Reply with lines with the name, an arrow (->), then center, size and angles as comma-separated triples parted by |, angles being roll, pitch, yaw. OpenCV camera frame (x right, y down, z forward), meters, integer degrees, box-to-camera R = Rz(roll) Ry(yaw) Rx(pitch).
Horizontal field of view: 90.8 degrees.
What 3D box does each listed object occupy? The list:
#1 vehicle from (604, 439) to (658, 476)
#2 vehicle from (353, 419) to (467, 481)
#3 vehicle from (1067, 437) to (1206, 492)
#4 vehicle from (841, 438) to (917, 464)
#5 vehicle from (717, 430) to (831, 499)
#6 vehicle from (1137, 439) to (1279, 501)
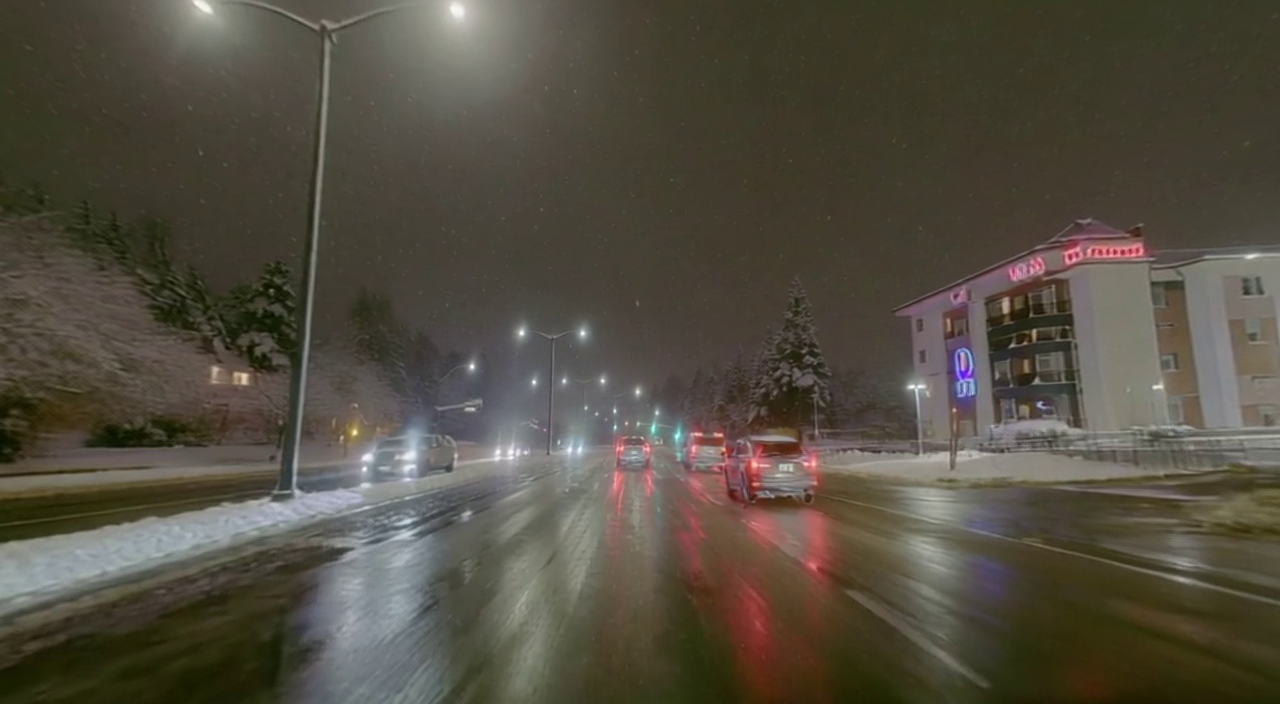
vehicle -> -0.397, 4.435, 26.830 | 2.095, 1.456, 3.873 | 0, -8, -1
vehicle -> -8.742, 3.816, 24.795 | 2.285, 2.106, 5.836 | 0, -8, 0
vehicle -> 17.461, 3.890, 22.196 | 4.650, 1.717, 2.258 | 5, -10, -32
vehicle -> 17.722, 7.360, 46.996 | 4.749, 1.797, 2.120 | 0, -8, -2
vehicle -> 3.452, 2.990, 17.223 | 2.041, 1.611, 4.426 | 0, -8, -1
vehicle -> 17.249, 3.477, 19.105 | 4.326, 1.634, 2.115 | 6, -10, -34
